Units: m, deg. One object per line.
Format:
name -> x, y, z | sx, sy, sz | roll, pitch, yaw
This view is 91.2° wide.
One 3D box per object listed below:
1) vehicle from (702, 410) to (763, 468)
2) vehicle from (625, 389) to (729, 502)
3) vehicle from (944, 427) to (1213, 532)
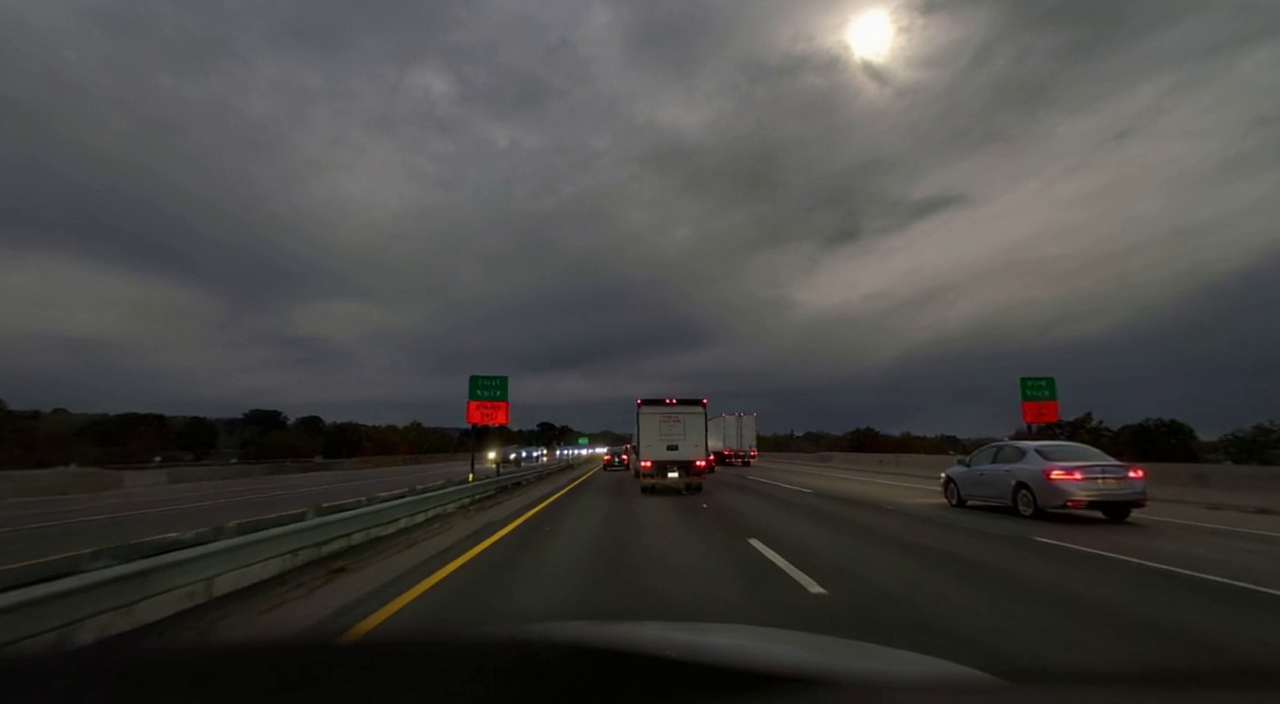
vehicle -> 6.728, 6.598, 47.124 | 2.928, 3.900, 10.014 | 0, -9, 0
vehicle -> 1.187, 2.747, 18.415 | 2.506, 2.743, 6.093 | -1, -9, 6
vehicle -> 7.457, 2.188, 11.251 | 1.988, 1.534, 3.763 | 0, -9, -2
